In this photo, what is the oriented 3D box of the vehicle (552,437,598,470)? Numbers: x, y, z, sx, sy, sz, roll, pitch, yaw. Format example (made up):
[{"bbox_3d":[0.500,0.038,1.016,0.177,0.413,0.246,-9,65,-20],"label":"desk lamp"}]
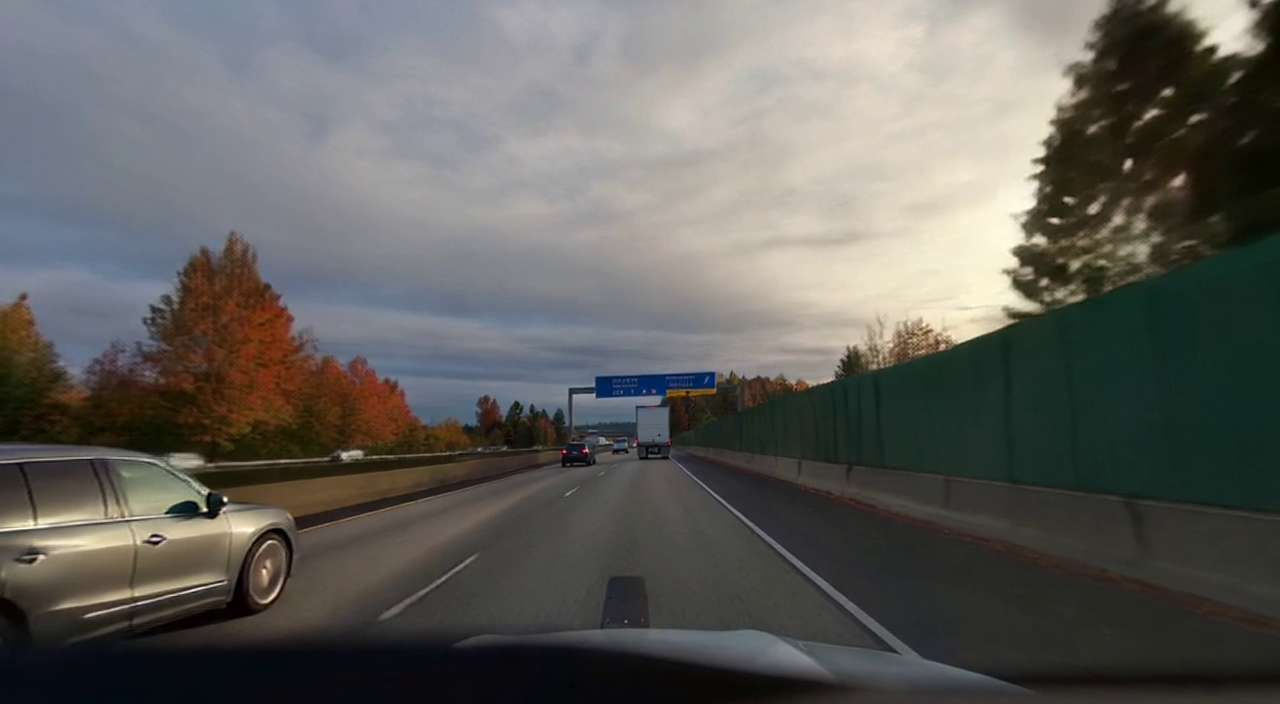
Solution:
[{"bbox_3d":[-3.295,5.242,32.710,1.927,1.556,3.921,0,-8,0],"label":"vehicle"}]

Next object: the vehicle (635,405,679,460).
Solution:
[{"bbox_3d":[1.254,6.181,47.859,2.933,3.701,10.425,0,-8,1],"label":"vehicle"}]

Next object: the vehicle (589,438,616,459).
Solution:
[{"bbox_3d":[-2.927,7.657,49.971,1.962,1.575,4.158,0,-8,0],"label":"vehicle"}]
